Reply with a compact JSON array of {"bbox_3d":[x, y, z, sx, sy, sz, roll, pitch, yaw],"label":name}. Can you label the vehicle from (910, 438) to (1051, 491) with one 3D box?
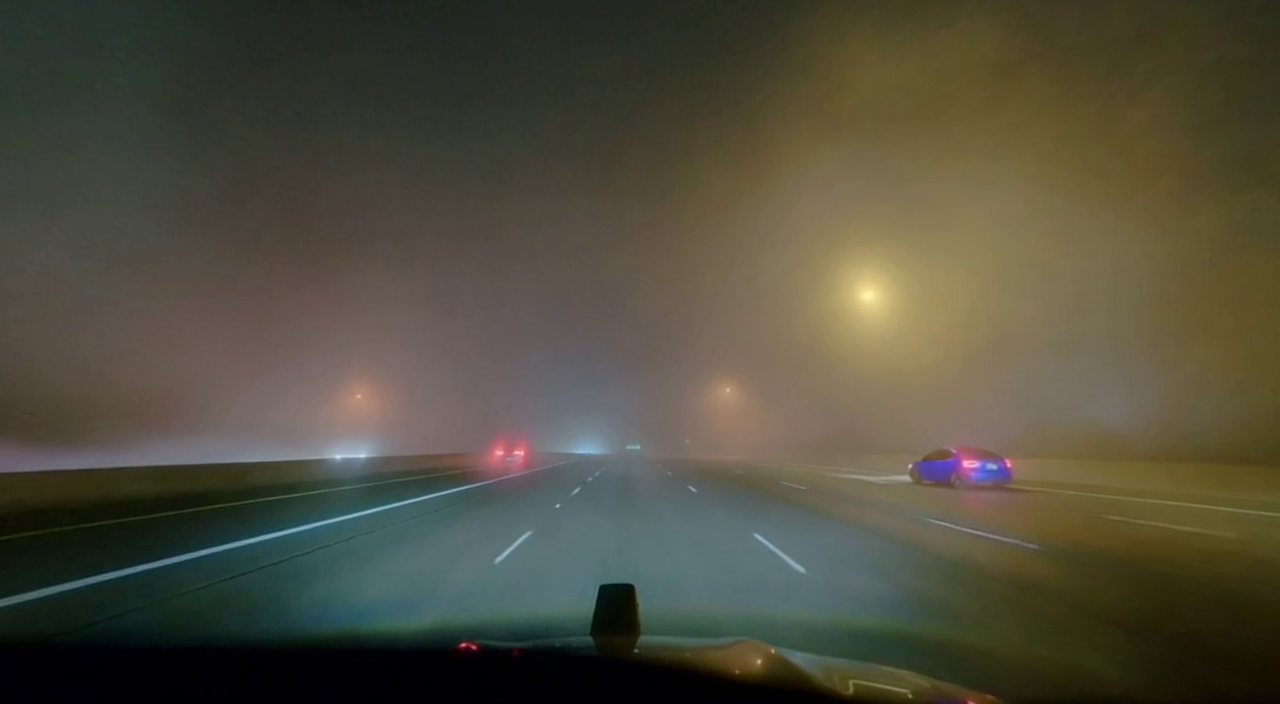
[{"bbox_3d":[10.780,3.573,20.473,1.985,1.493,4.486,0,-8,-1],"label":"vehicle"}]
